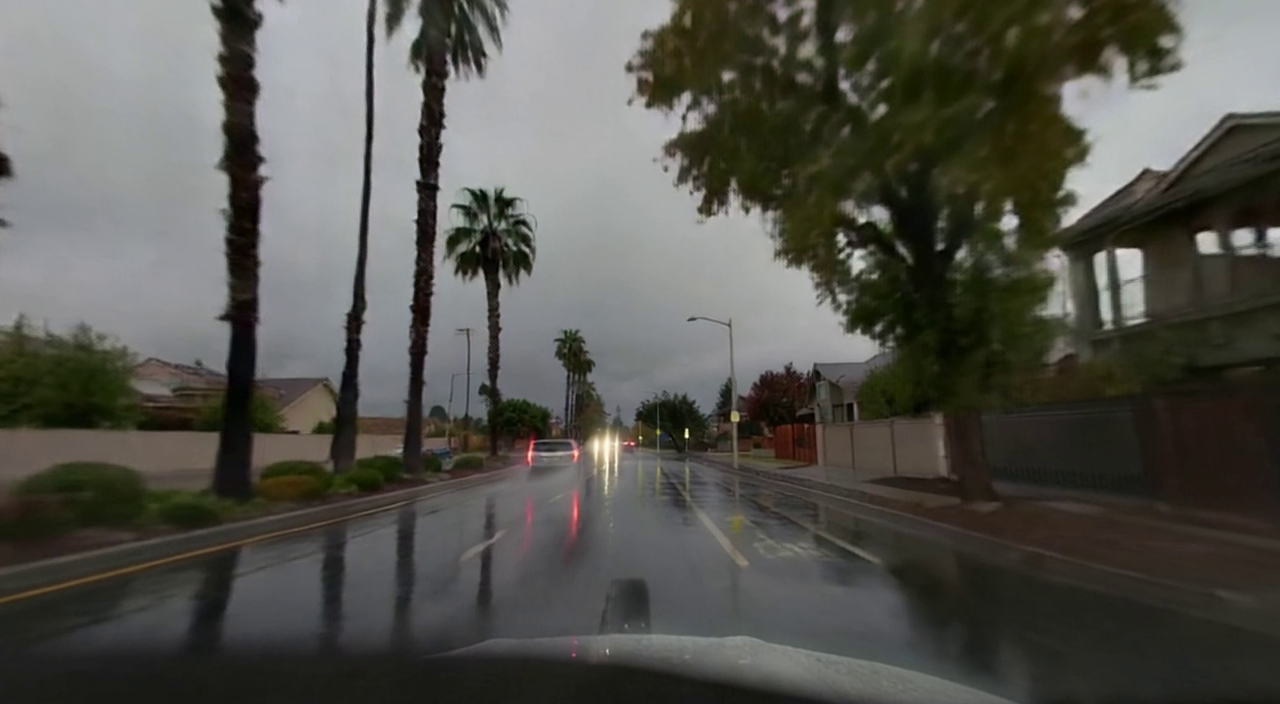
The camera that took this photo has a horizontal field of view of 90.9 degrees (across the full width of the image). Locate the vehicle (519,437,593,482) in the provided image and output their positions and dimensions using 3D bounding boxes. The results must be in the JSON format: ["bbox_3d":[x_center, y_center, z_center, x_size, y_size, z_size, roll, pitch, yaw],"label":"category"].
[{"bbox_3d":[-3.010,3.979,23.616,2.075,1.498,4.730,0,-8,1],"label":"vehicle"}]
